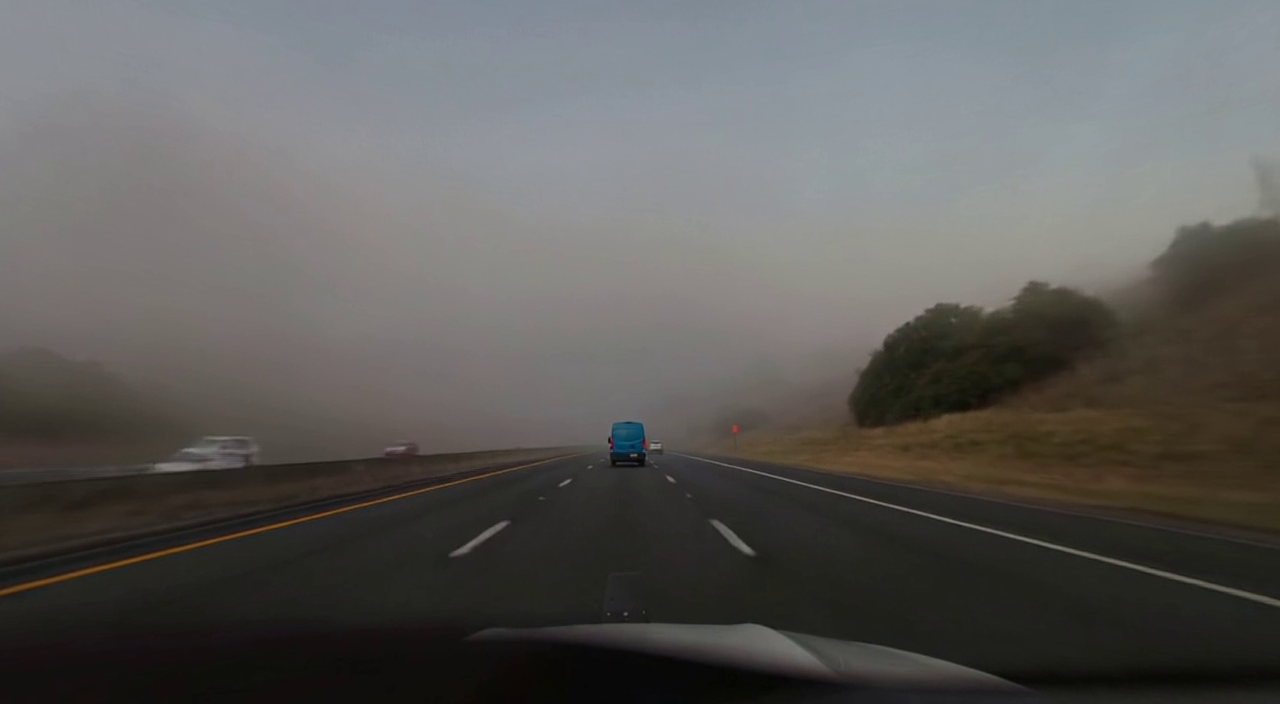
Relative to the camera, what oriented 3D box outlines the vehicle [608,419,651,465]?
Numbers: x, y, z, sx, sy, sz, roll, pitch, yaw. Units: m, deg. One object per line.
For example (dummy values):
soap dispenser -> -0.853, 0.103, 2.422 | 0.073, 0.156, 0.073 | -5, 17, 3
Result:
vehicle -> -0.613, 5.259, 36.662 | 2.329, 2.483, 5.428 | 0, -8, -1
